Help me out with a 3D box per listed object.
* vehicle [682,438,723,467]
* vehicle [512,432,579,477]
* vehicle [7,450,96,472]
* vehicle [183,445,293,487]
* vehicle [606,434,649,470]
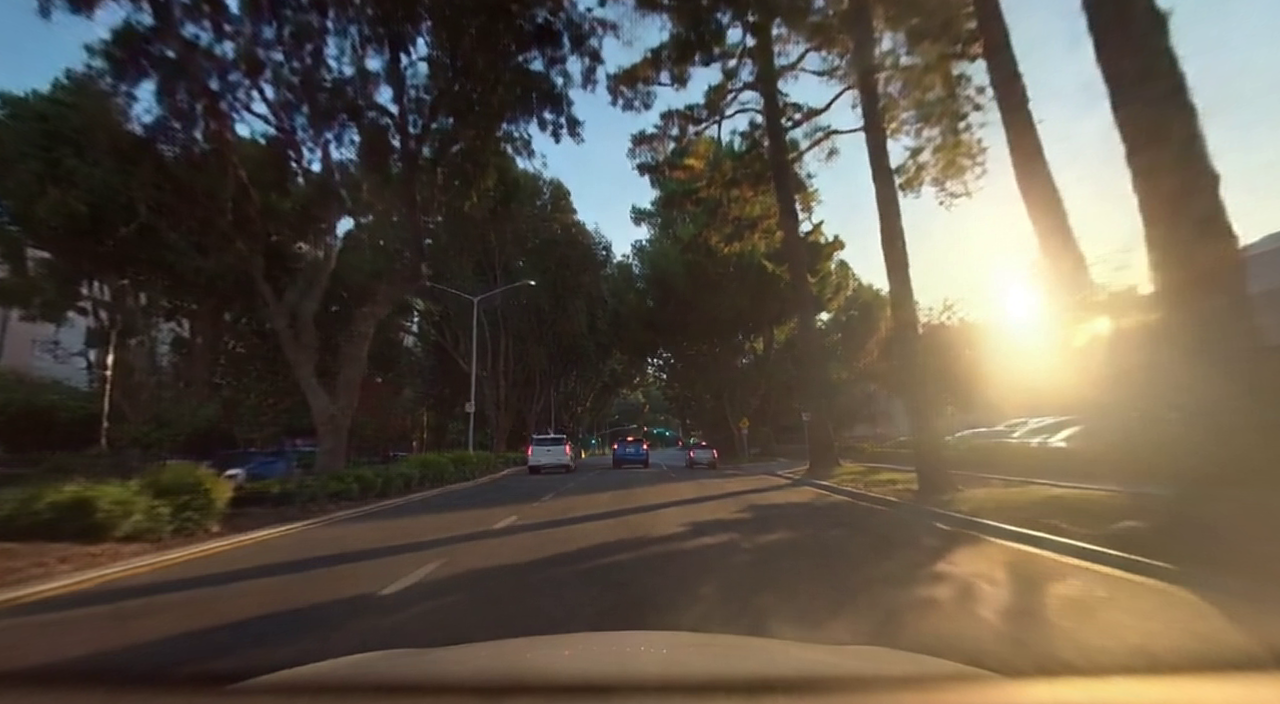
[{"bbox_3d":[3.545,5.737,36.192,1.847,1.554,4.052,0,-9,-1],"label":"vehicle"},{"bbox_3d":[-3.844,4.274,26.399,2.047,1.710,4.314,0,-9,1],"label":"vehicle"},{"bbox_3d":[-42.453,7.860,45.618,1.749,1.468,4.559,-1,-9,6],"label":"vehicle"},{"bbox_3d":[-19.641,5.551,31.152,2.128,1.841,5.012,0,-9,0],"label":"vehicle"},{"bbox_3d":[-0.565,5.031,31.831,2.022,1.700,4.084,0,-9,0],"label":"vehicle"}]
